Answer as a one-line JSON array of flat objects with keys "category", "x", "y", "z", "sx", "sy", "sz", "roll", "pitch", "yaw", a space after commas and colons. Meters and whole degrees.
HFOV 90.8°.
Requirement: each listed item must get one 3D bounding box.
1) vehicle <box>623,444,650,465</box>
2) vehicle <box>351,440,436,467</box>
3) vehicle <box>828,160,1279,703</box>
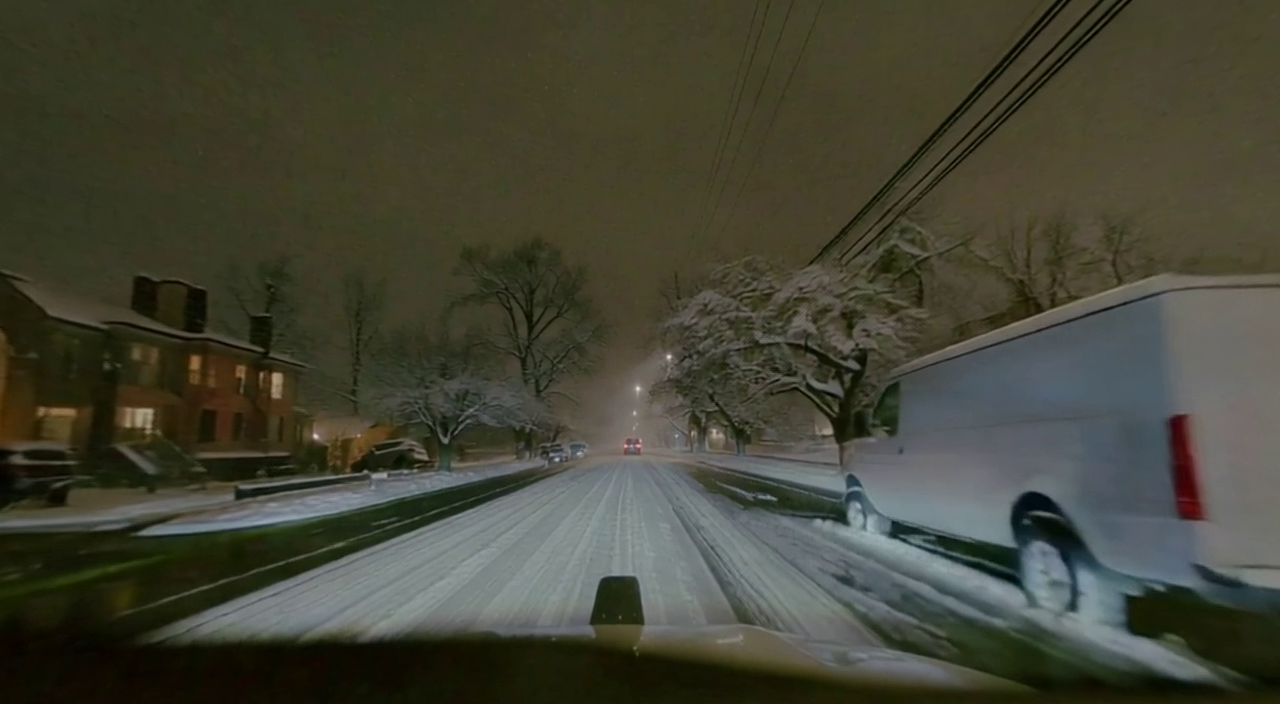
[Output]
[{"category": "vehicle", "x": -0.309, "y": 8.039, "z": 49.785, "sx": 2.062, "sy": 1.509, "sz": 4.305, "roll": 0, "pitch": -8, "yaw": -1}, {"category": "vehicle", "x": -18.138, "y": 7.455, "z": 46.456, "sx": 6.250, "sy": 1.898, "sz": 2.298, "roll": -5, "pitch": -10, "yaw": 29}, {"category": "vehicle", "x": 4.040, "y": 0.808, "z": 6.062, "sx": 2.384, "sy": 2.791, "sz": 5.899, "roll": 0, "pitch": -8, "yaw": -2}]
